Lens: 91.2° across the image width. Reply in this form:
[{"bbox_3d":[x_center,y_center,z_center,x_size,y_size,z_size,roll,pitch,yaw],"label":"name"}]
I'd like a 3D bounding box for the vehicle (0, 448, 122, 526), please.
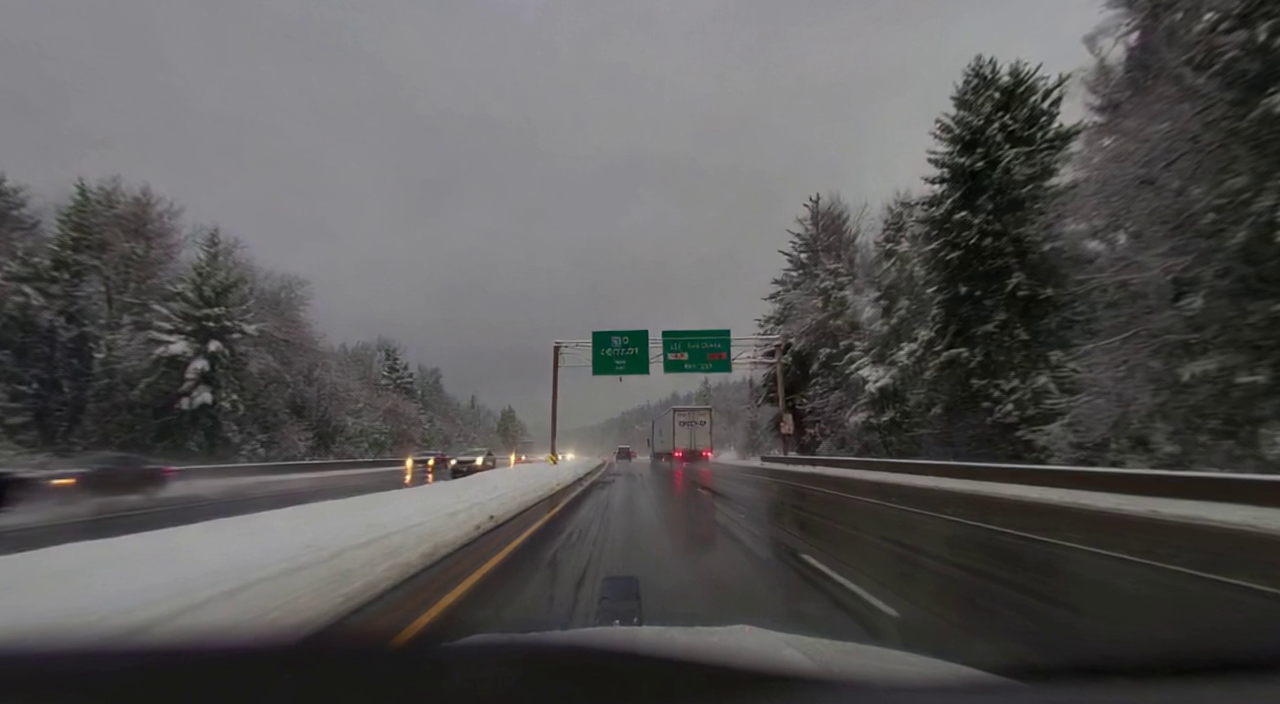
[{"bbox_3d":[-13.521,2.799,13.250,1.954,1.499,3.694,0,-9,-1],"label":"vehicle"}]

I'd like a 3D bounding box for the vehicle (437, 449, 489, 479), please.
[{"bbox_3d":[-10.046,6.382,35.917,1.875,1.565,3.912,0,-9,-1],"label":"vehicle"}]

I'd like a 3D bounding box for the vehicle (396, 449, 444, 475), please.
[{"bbox_3d":[-14.264,7.140,40.865,1.813,1.545,3.874,0,-9,-1],"label":"vehicle"}]

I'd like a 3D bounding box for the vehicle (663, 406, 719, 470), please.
[{"bbox_3d":[3.329,5.947,43.172,2.892,3.928,8.380,0,-9,-1],"label":"vehicle"}]
